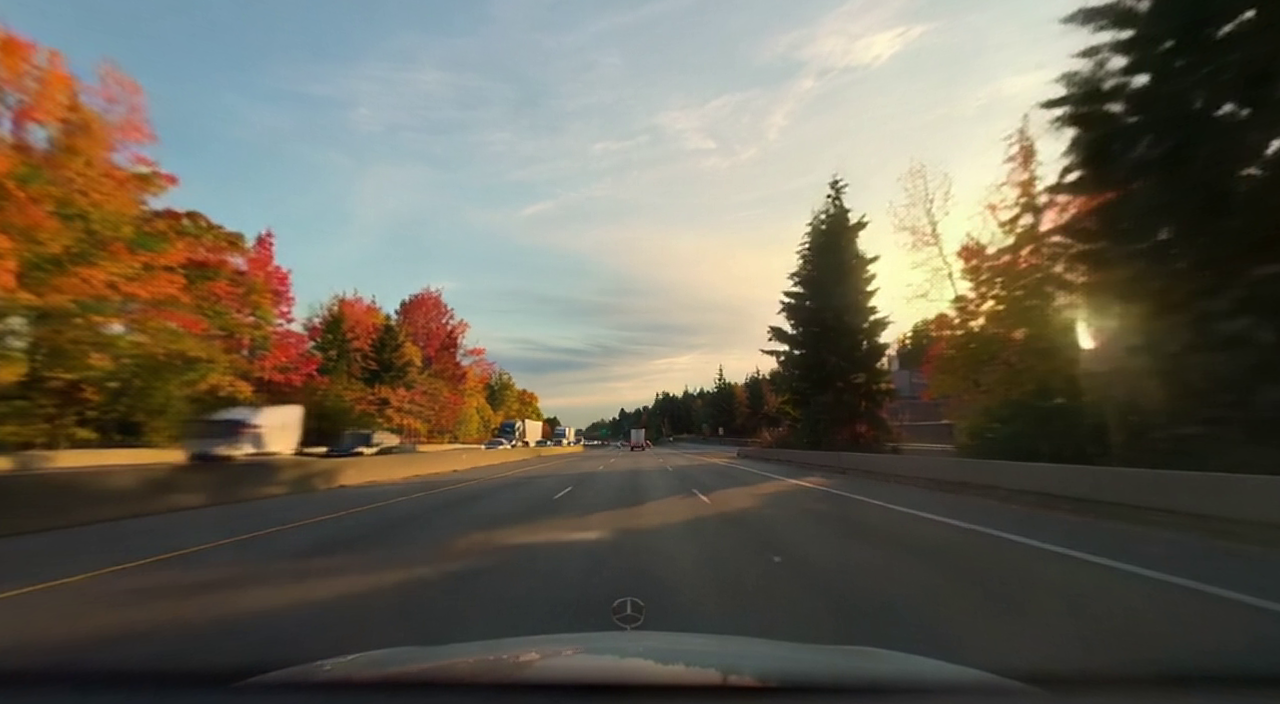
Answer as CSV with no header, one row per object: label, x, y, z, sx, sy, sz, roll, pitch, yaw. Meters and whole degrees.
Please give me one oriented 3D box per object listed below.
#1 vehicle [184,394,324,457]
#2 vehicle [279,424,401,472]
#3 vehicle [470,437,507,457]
vehicle,-15.351,3.040,25.500,2.181,2.282,5.340,0,-8,1
vehicle,-11.255,3.650,24.104,2.186,1.626,4.920,0,-8,1
vehicle,-11.958,7.515,49.989,1.925,1.490,4.372,0,-8,-1
